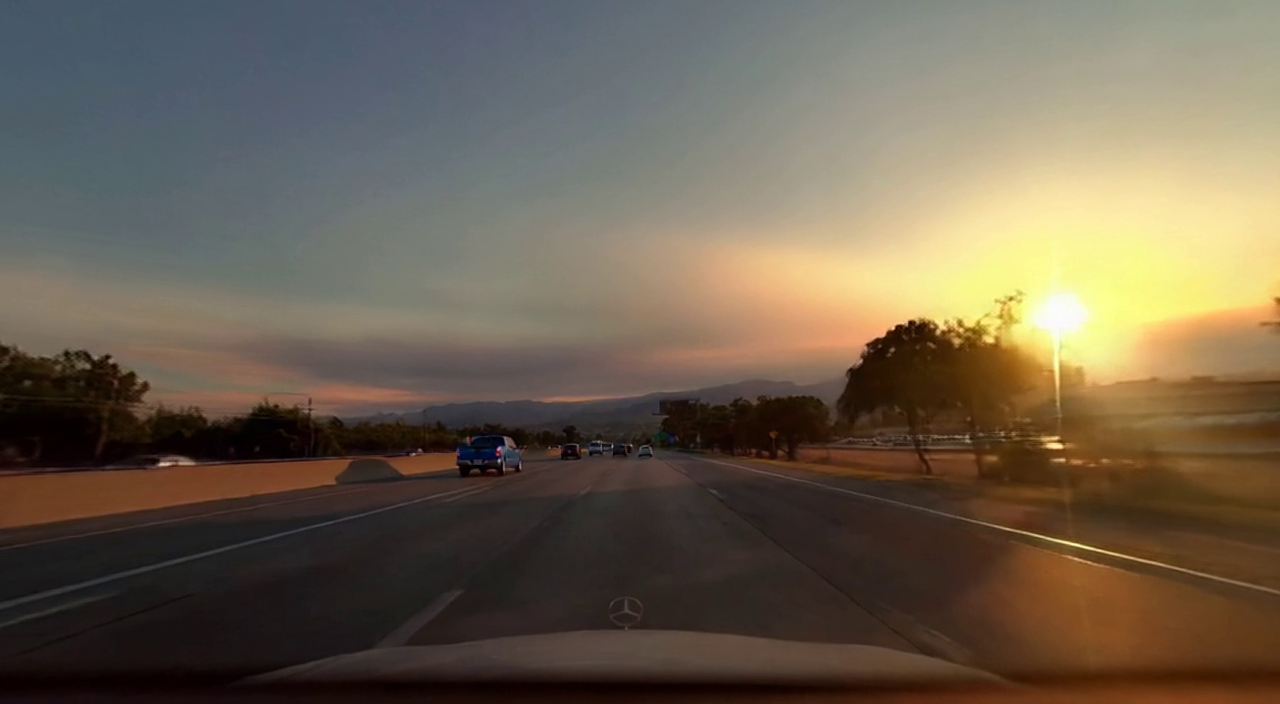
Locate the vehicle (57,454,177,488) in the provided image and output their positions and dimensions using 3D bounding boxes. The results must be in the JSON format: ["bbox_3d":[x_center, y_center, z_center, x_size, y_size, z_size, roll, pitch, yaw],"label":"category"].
[{"bbox_3d":[-25.782,5.843,31.350,1.881,1.503,4.705,0,-8,1],"label":"vehicle"}]

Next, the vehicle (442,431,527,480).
[{"bbox_3d":[-6.716,4.553,28.072,2.156,1.911,5.956,0,-8,1],"label":"vehicle"}]
